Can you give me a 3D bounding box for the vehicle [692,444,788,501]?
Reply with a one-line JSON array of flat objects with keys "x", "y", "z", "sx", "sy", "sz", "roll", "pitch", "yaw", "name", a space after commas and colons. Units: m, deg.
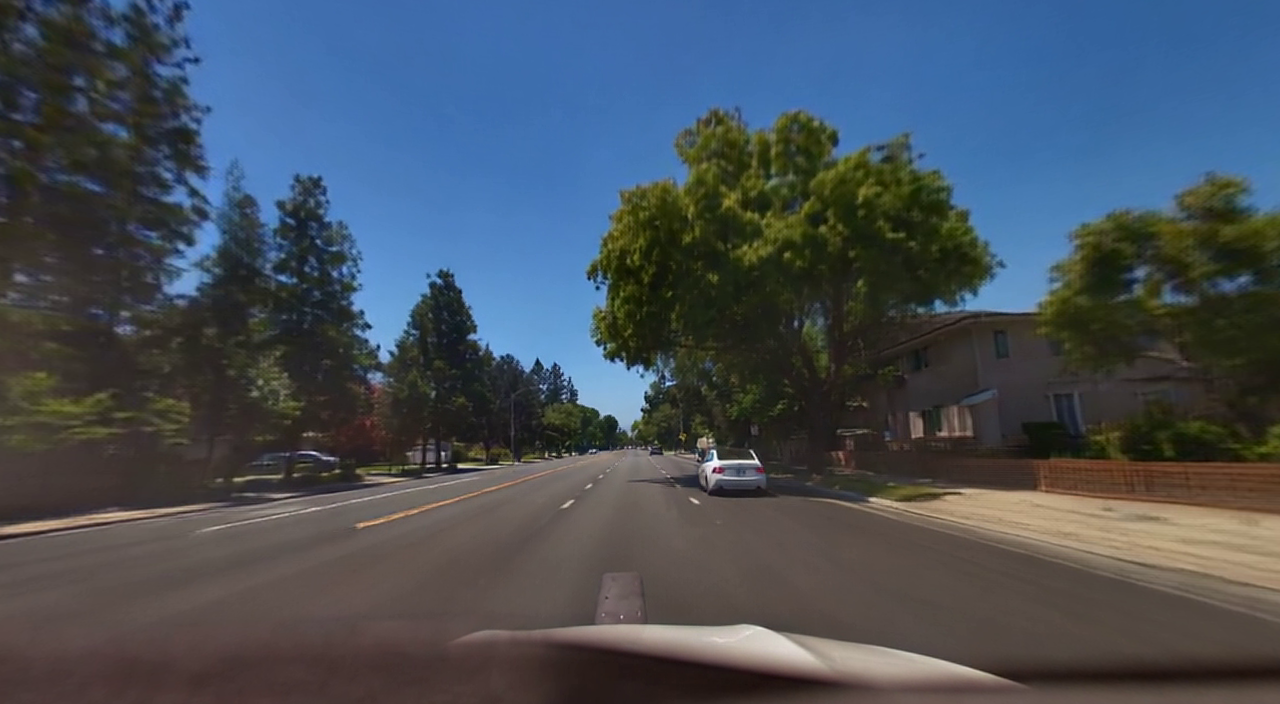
[{"x": 2.825, "y": 3.504, "z": 18.896, "sx": 2.057, "sy": 1.493, "sz": 4.225, "roll": 0, "pitch": -8, "yaw": -2, "name": "vehicle"}]
